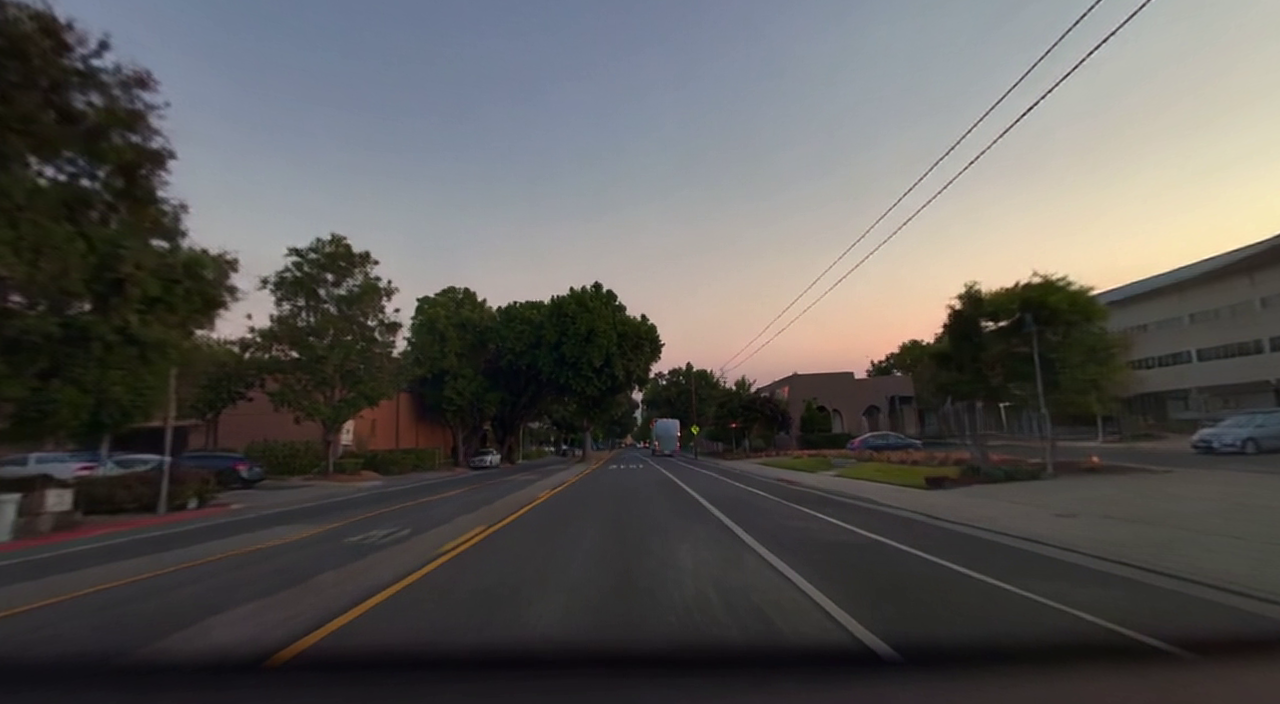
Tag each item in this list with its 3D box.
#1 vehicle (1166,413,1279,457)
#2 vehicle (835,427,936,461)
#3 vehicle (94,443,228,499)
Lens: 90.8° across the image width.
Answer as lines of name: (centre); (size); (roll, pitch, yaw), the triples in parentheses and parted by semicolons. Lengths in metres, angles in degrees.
vehicle: (22.267, 3.122, 23.697); (4.750, 1.505, 1.928); (4, -9, -25)
vehicle: (12.678, 4.761, 32.685); (4.554, 1.668, 1.974); (-4, -9, 28)
vehicle: (-16.600, 4.045, 21.881); (4.311, 1.746, 1.984); (-5, -9, 29)
